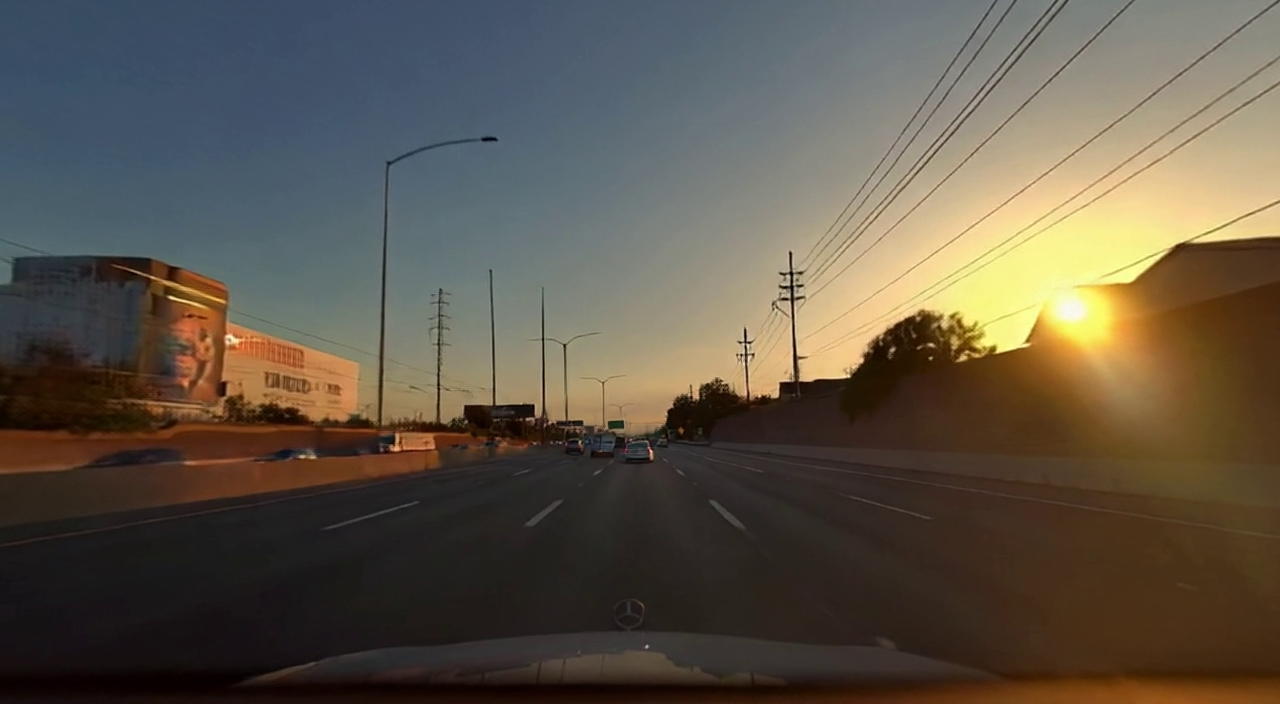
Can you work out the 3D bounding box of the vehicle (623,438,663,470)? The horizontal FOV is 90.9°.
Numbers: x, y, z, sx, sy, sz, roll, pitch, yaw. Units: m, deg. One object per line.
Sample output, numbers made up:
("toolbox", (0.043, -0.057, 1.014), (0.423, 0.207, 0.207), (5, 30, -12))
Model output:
("vehicle", (0.164, 5.040, 31.369), (1.891, 1.444, 3.968), (0, -8, 1))
